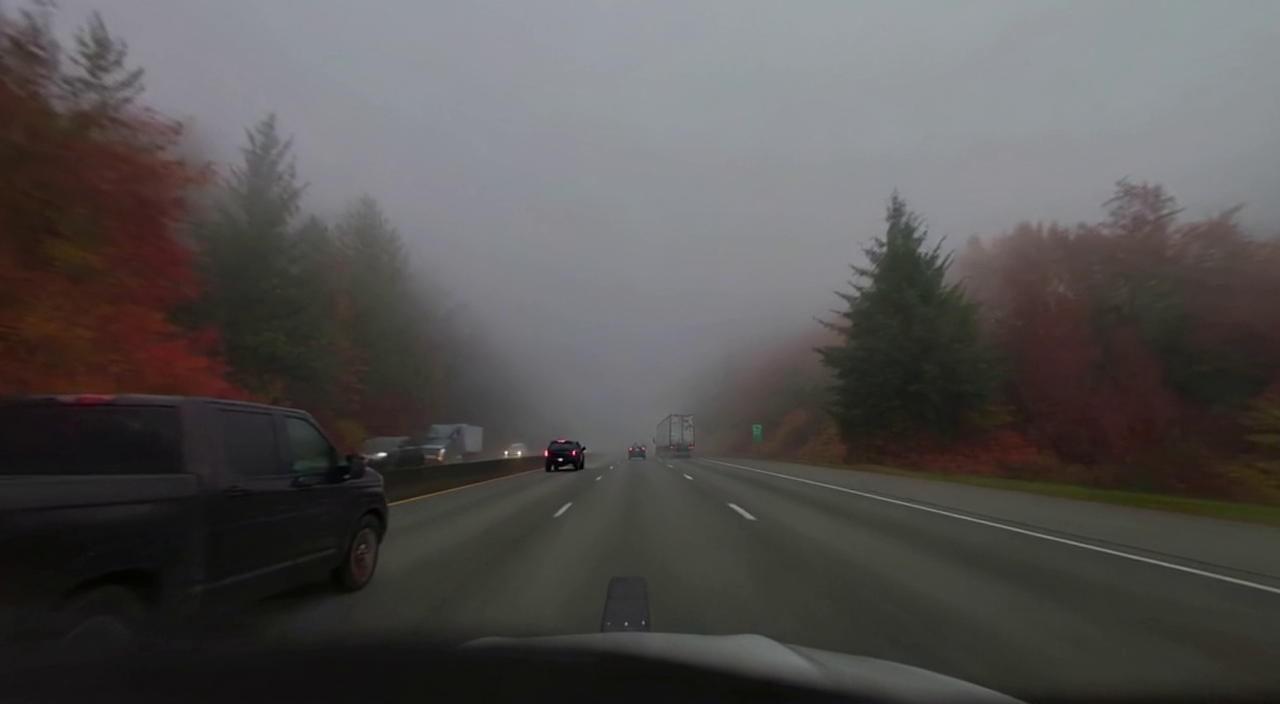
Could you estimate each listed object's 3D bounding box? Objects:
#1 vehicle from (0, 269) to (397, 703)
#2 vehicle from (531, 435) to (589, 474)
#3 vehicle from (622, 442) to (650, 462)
[{"bbox_3d":[-3.459,0.805,3.325,2.180,1.916,5.263,0,-8,1],"label":"vehicle"},{"bbox_3d":[-3.684,4.851,29.979,2.077,1.669,4.739,0,-8,1],"label":"vehicle"},{"bbox_3d":[-0.267,7.895,49.790,2.152,1.484,4.211,0,-8,0],"label":"vehicle"}]
